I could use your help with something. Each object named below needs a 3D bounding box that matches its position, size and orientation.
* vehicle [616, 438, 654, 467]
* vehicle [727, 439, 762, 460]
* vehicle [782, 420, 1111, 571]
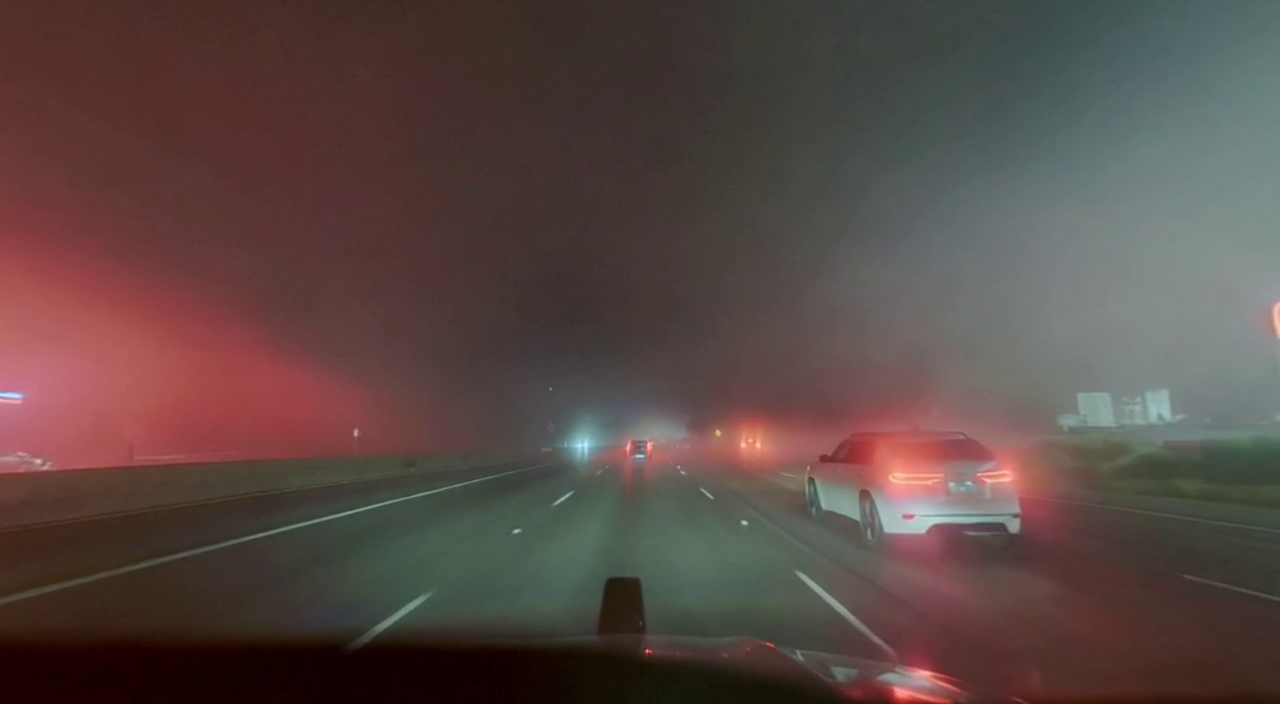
[{"bbox_3d":[-0.269,5.645,35.652,1.999,1.473,4.351,0,-8,0],"label":"vehicle"},{"bbox_3d":[7.751,7.273,47.161,1.867,1.463,4.295,0,-8,-1],"label":"vehicle"},{"bbox_3d":[3.602,1.774,8.702,2.172,1.490,4.668,0,-8,0],"label":"vehicle"}]
